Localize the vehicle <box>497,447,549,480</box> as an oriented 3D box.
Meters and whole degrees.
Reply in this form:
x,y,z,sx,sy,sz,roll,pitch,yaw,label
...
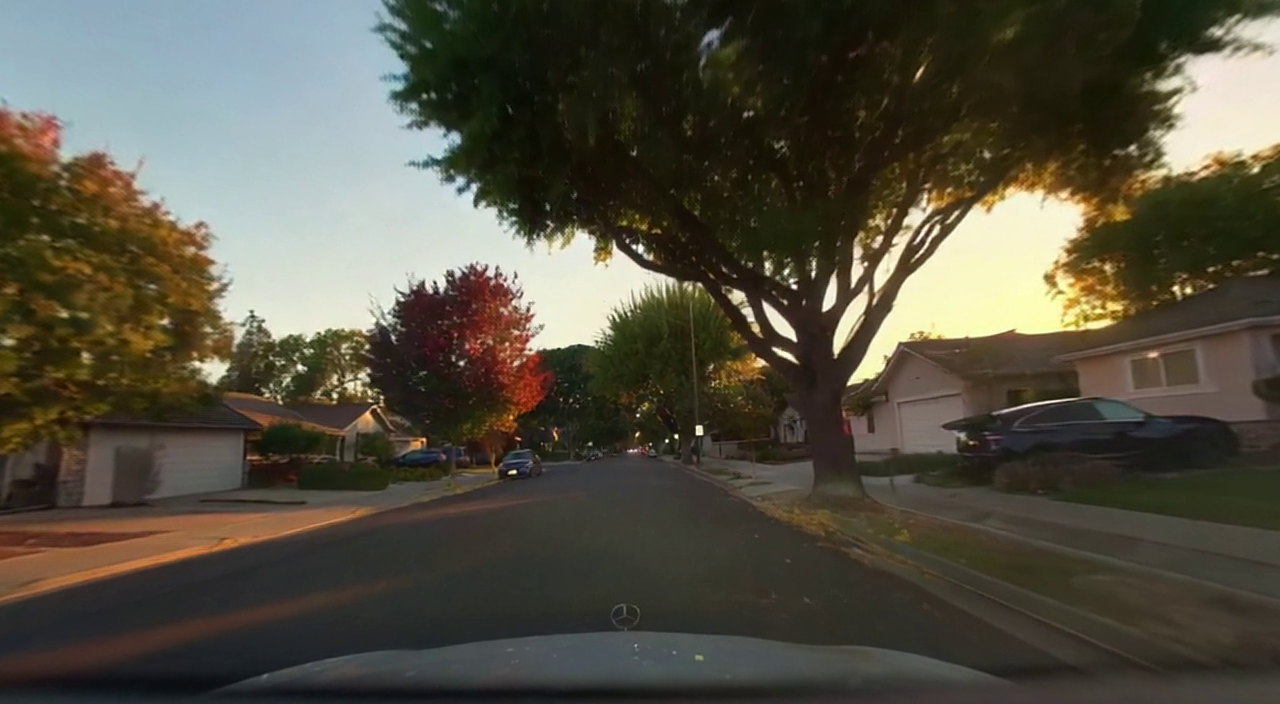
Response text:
x,y,z,sx,sy,sz,roll,pitch,yaw,label
-6.601,6.321,36.140,2.078,1.745,5.119,0,-9,-1,vehicle
